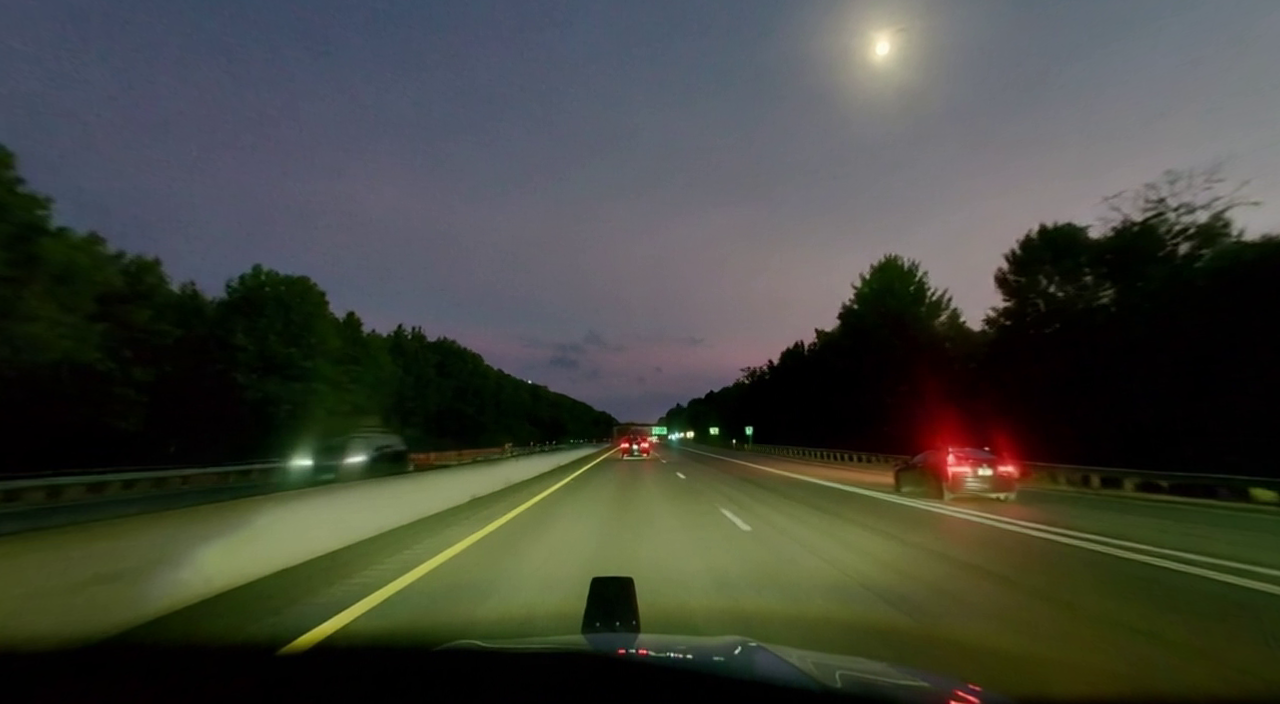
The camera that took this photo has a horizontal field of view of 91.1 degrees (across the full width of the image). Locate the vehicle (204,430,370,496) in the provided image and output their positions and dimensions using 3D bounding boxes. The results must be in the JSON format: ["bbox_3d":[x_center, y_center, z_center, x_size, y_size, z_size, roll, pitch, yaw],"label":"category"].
[{"bbox_3d":[-9.286,2.915,17.082,1.963,1.528,4.497,0,-8,-1],"label":"vehicle"}]

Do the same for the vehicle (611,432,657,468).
[{"bbox_3d":[-0.296,4.347,28.118,1.897,1.479,3.724,0,-8,-2],"label":"vehicle"}]
